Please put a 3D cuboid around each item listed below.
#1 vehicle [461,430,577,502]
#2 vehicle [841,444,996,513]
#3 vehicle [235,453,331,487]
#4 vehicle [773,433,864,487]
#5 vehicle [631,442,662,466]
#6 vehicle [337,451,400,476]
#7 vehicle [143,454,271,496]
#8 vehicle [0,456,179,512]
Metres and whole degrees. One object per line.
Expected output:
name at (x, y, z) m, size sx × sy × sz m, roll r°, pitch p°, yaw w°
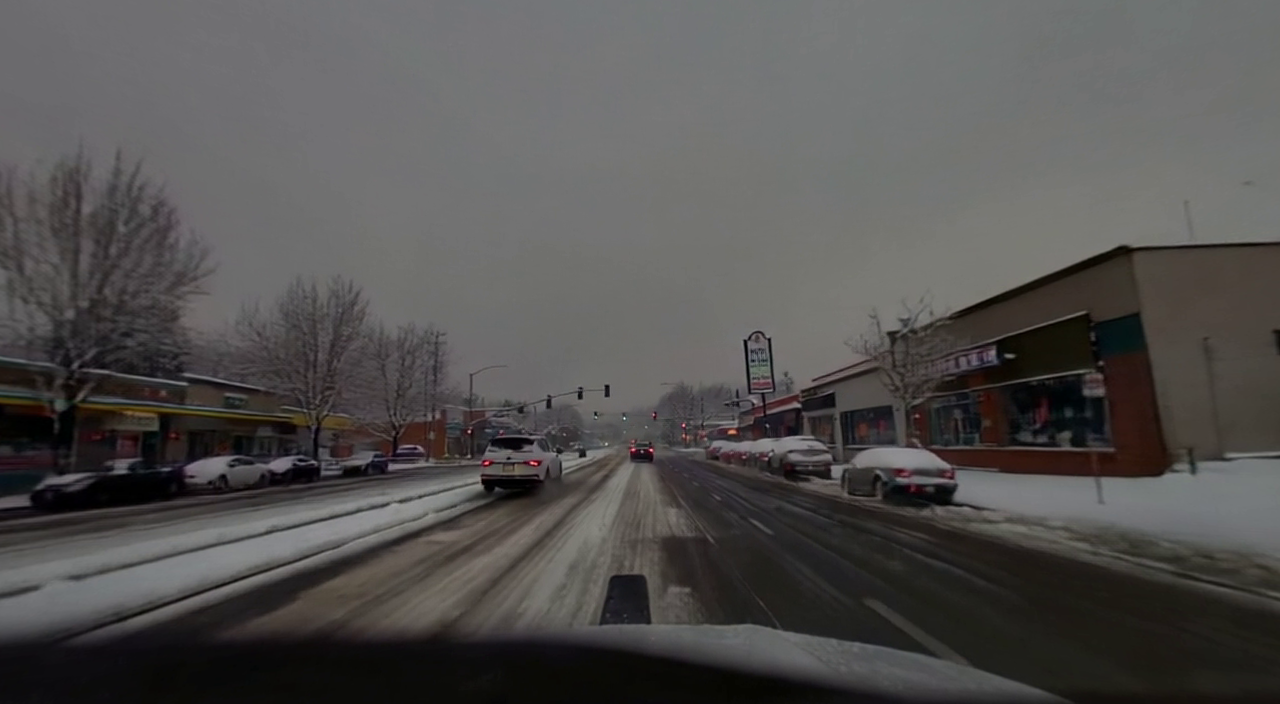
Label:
vehicle at (-3.033, 2.987, 16.910) m, size 2.049 × 1.646 × 4.445 m, roll -1°, pitch -9°, yaw 3°
vehicle at (6.727, 3.064, 15.825) m, size 1.871 × 1.478 × 4.272 m, roll 0°, pitch -9°, yaw -1°
vehicle at (-17.176, 5.660, 30.641) m, size 2.046 × 1.458 × 4.539 m, roll 0°, pitch -9°, yaw 0°
vehicle at (6.765, 4.160, 24.627) m, size 2.005 × 1.858 × 5.253 m, roll 0°, pitch -9°, yaw 0°
vehicle at (0.413, 6.863, 42.495) m, size 2.037 × 1.484 × 4.073 m, roll 0°, pitch -9°, yaw 0°
vehicle at (-17.114, 7.051, 40.002) m, size 1.894 × 1.458 × 4.565 m, roll 0°, pitch -9°, yaw 1°
vehicle at (-17.247, 4.890, 25.432) m, size 1.800 × 1.470 × 4.548 m, roll -1°, pitch -9°, yaw 2°
vehicle at (-17.328, 4.083, 19.997) m, size 1.788 × 1.475 × 4.737 m, roll 0°, pitch -9°, yaw 0°
